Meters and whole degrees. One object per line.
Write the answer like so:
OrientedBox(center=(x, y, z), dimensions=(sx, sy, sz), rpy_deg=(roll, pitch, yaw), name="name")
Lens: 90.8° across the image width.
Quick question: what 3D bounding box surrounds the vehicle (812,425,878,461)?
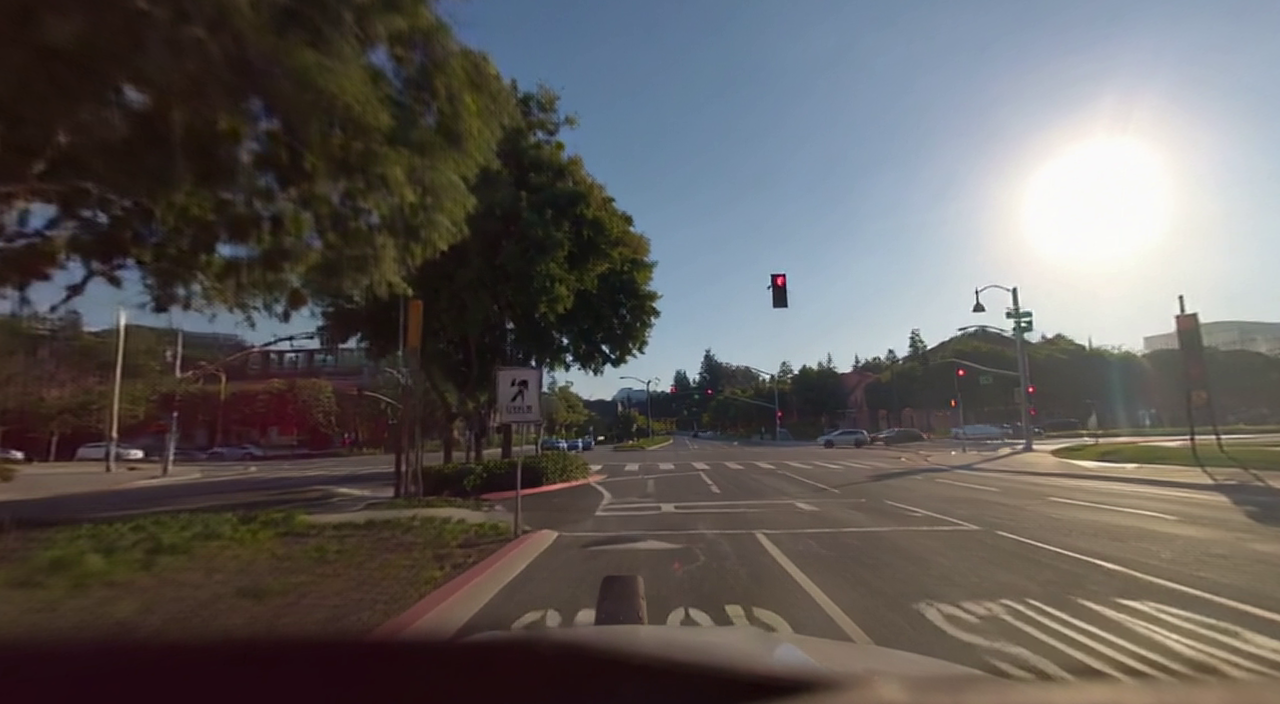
OrientedBox(center=(11.364, 5.105, 35.366), dimensions=(2.156, 1.881, 4.743), rpy_deg=(0, -8, 1), name="vehicle")
